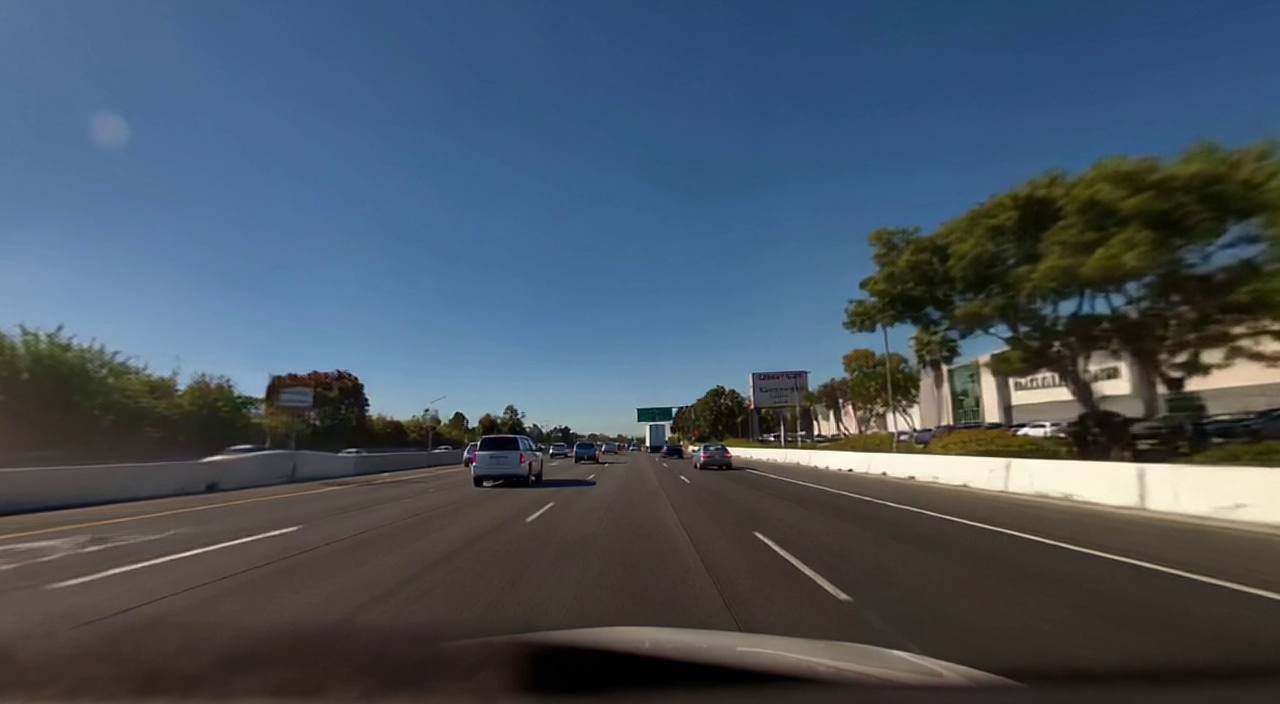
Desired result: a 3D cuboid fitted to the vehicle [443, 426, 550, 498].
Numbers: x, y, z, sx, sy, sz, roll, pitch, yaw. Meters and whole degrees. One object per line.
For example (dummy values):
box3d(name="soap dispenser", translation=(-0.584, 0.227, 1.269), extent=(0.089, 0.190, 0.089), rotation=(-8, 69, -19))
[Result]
box3d(name="vehicle", translation=(-3.882, 3.062, 17.991), extent=(1.987, 1.765, 4.508), rotation=(0, -8, 0))

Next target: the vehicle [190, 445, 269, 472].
box3d(name="vehicle", translation=(-24.736, 6.430, 38.273), extent=(1.872, 1.512, 4.405), rotation=(0, -8, 0))

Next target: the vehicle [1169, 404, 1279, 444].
box3d(name="vehicle", translation=(32.438, 4.028, 34.543), extent=(2.062, 1.924, 5.623), rotation=(-1, -9, -1))

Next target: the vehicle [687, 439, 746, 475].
box3d(name="vehicle", translation=(3.388, 4.778, 28.955), extent=(1.957, 1.510, 4.643), rotation=(0, -8, -2))

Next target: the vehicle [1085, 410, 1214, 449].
box3d(name="vehicle", translation=(27.293, 4.276, 34.220), extent=(1.959, 1.935, 5.851), rotation=(0, -8, -2))

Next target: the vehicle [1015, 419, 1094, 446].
box3d(name="vehicle", translation=(32.363, 6.373, 49.565), extent=(2.133, 1.930, 5.924), rotation=(-1, -9, 0))

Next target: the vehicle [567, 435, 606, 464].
box3d(name="vehicle", translation=(-3.893, 7.196, 46.663), extent=(2.410, 1.981, 5.355), rotation=(0, -8, 0))
